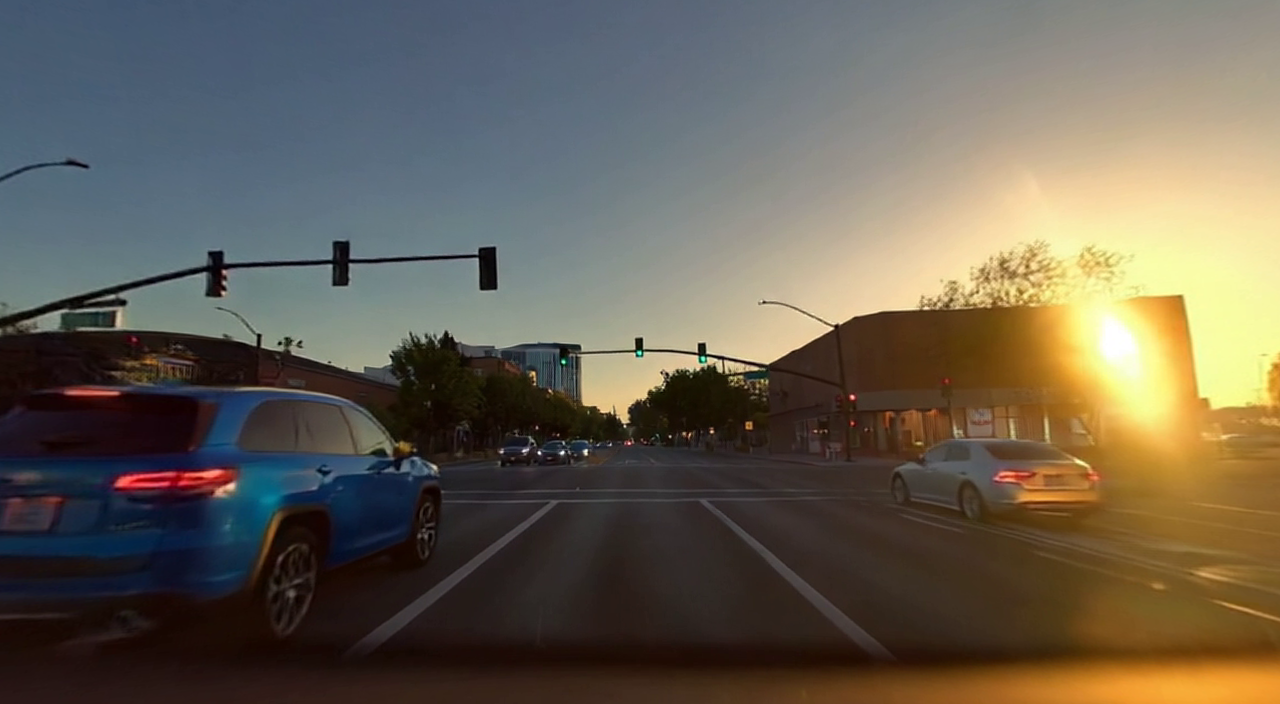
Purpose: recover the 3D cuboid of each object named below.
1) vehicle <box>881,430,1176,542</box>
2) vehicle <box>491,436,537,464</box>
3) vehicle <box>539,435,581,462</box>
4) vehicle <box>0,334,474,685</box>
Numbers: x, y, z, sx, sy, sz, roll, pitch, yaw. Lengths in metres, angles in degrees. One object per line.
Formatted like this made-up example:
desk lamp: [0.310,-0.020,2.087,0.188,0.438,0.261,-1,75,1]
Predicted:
vehicle: [6.124,2.150,10.880,1.972,1.476,4.775,0,-8,-1]
vehicle: [-8.591,6.757,43.601,2.273,1.791,4.809,0,-8,-1]
vehicle: [-5.603,6.865,44.917,2.384,1.787,5.038,0,-8,-1]
vehicle: [-3.367,1.201,5.962,2.313,1.883,5.016,0,-9,-1]
